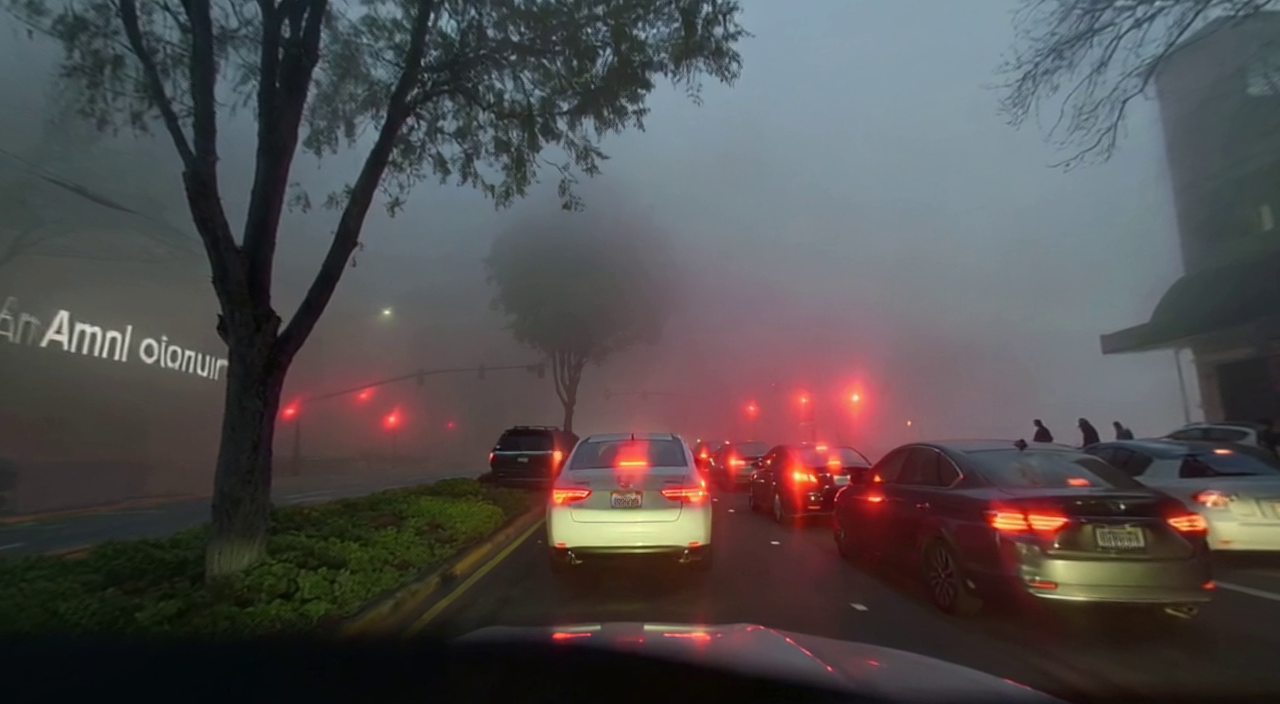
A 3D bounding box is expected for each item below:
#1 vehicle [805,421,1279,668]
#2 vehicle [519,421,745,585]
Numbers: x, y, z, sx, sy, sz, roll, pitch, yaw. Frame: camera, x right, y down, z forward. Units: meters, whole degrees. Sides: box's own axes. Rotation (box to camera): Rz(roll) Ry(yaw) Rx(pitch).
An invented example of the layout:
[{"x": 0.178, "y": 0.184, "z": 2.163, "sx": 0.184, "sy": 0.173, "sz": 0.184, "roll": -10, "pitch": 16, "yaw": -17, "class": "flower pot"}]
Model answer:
[{"x": 3.217, "y": 1.495, "z": 6.124, "sx": 1.912, "sy": 1.454, "sz": 4.537, "roll": 0, "pitch": -9, "yaw": -1, "class": "vehicle"}, {"x": -0.111, "y": 1.718, "z": 8.007, "sx": 2.118, "sy": 1.512, "sz": 4.013, "roll": 0, "pitch": -9, "yaw": -1, "class": "vehicle"}]
